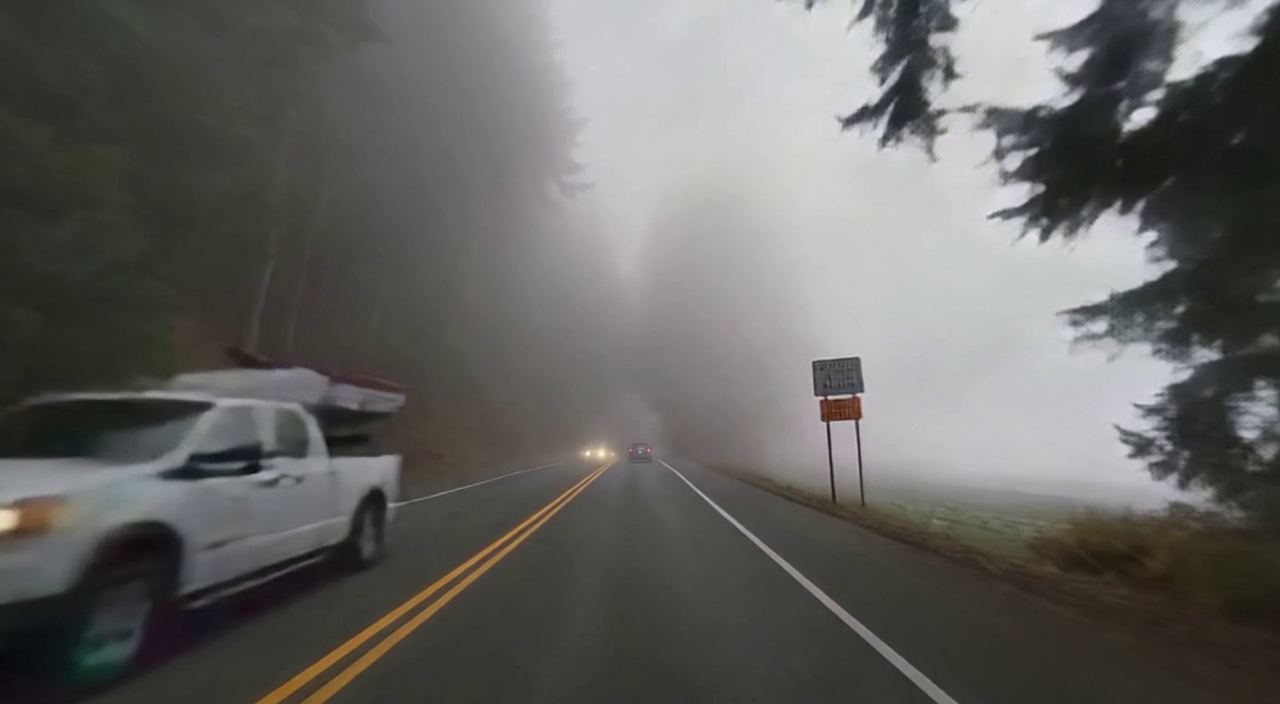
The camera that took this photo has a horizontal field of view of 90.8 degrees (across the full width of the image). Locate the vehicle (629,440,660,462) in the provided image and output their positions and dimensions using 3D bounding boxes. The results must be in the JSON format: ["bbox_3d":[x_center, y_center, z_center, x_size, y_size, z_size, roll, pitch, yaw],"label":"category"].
[{"bbox_3d":[0.302,6.955,44.353,2.067,1.486,3.861,0,-9,0],"label":"vehicle"}]

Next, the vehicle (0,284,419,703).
[{"bbox_3d":[-3.987,1.096,4.871,2.441,2.113,5.738,0,-9,0],"label":"vehicle"}]
